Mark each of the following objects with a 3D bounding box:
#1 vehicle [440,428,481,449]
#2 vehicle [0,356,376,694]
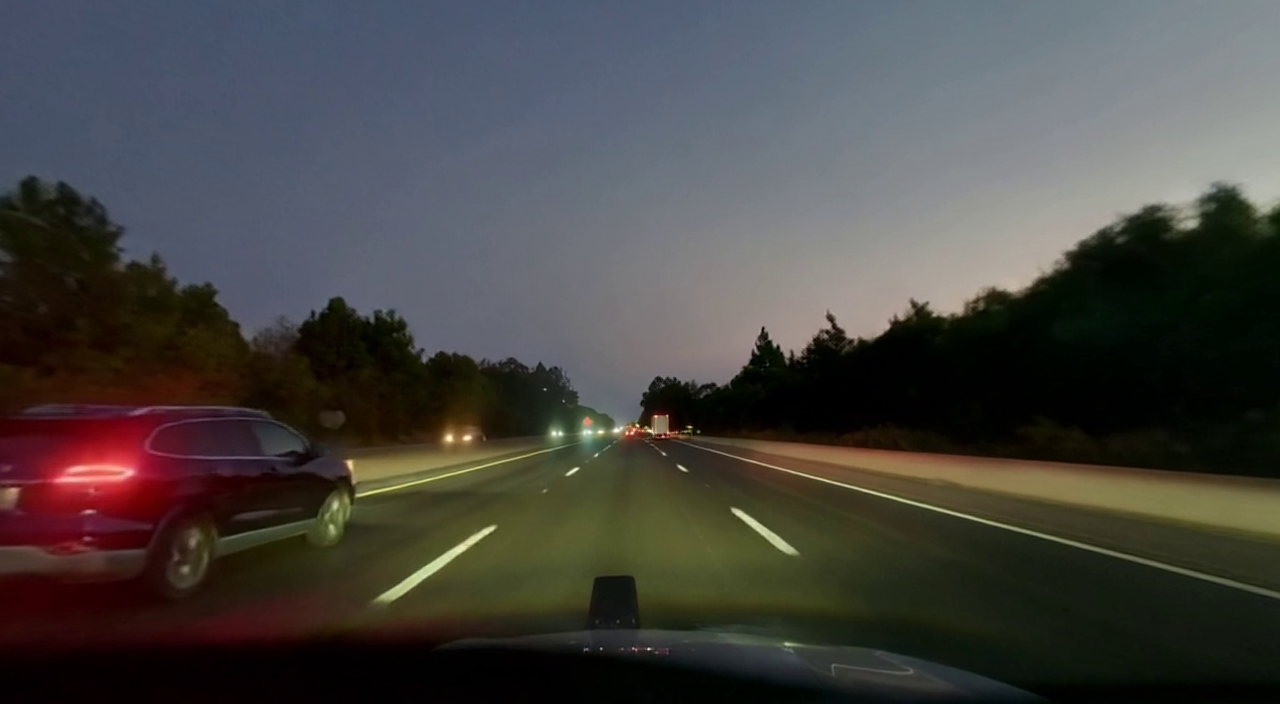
[{"bbox_3d":[-13.502,6.520,47.573,1.854,1.497,4.252,0,-8,-1],"label":"vehicle"},{"bbox_3d":[-3.971,1.076,5.032,2.000,1.620,3.929,0,-8,0],"label":"vehicle"}]
